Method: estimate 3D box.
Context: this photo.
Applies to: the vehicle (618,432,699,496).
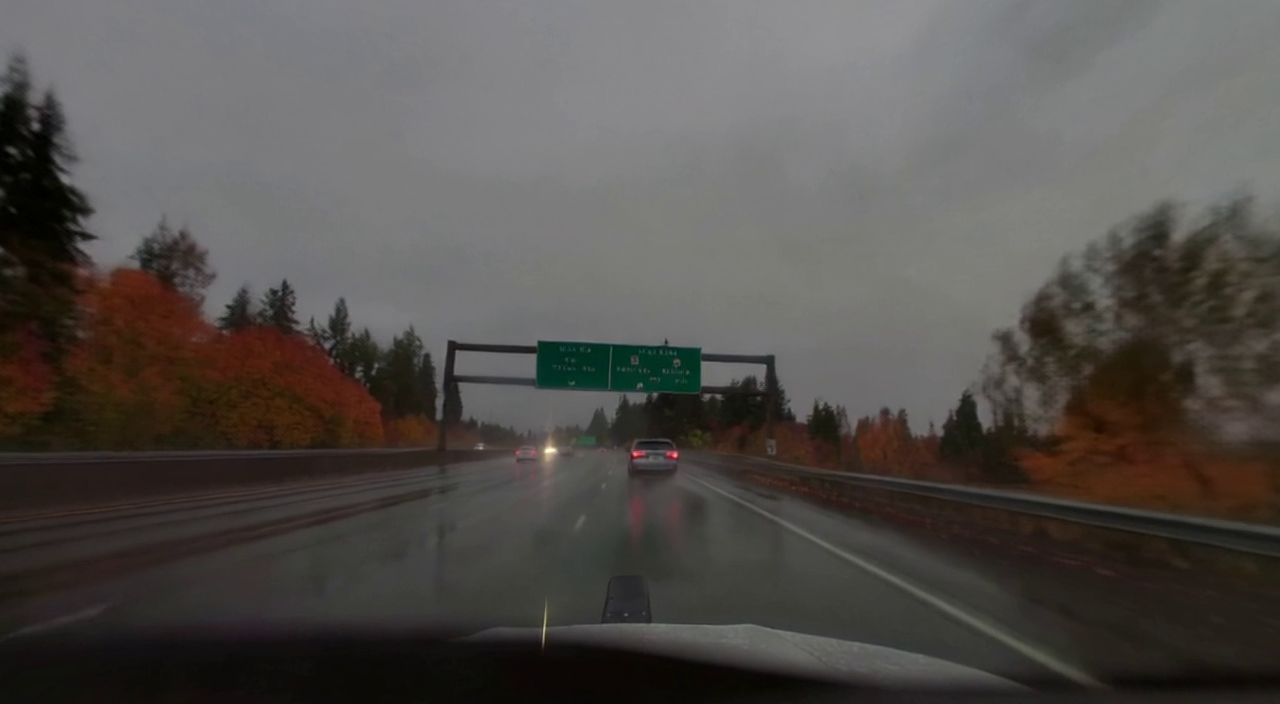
[{"bbox_3d":[0.441,3.343,19.205,2.120,1.706,4.226,1,-8,-3],"label":"vehicle"}]
